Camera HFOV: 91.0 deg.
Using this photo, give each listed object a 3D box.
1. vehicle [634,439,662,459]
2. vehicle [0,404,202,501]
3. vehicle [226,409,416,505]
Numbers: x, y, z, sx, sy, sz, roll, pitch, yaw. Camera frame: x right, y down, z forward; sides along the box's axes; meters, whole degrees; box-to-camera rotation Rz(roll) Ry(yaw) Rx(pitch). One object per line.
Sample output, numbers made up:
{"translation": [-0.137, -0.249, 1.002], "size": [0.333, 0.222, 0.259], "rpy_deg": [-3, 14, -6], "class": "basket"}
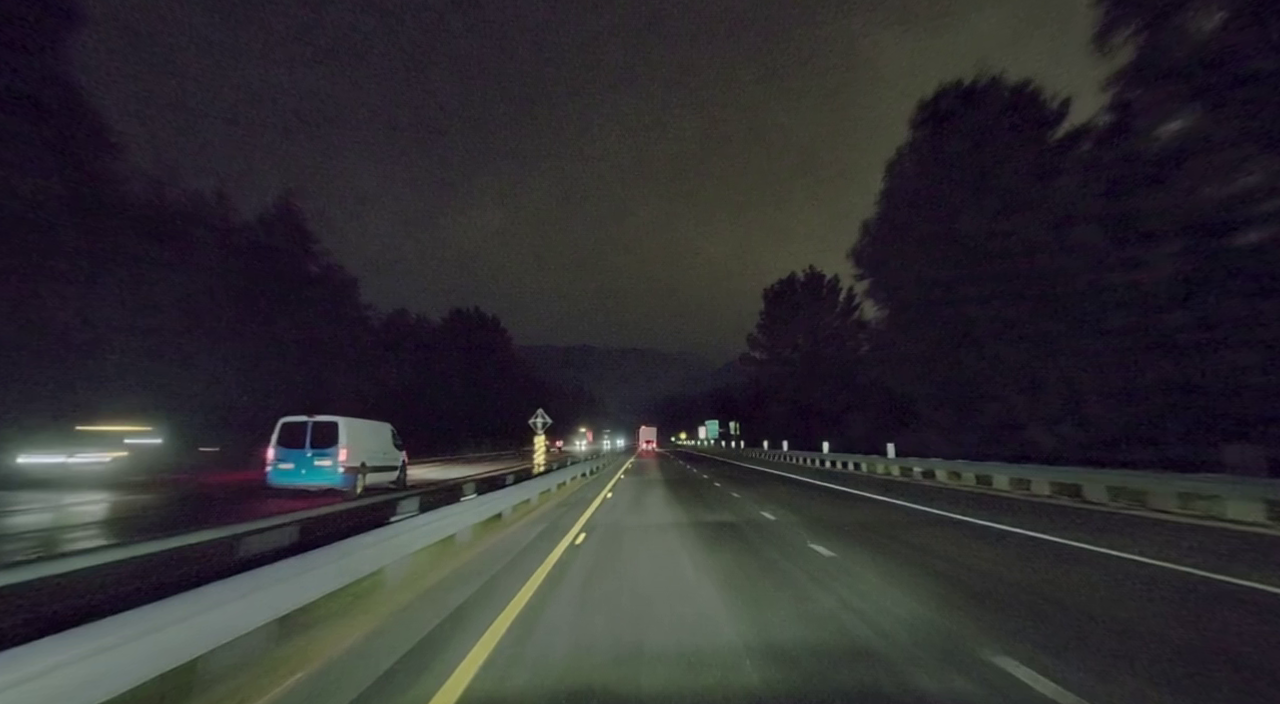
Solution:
{"translation": [0.646, 7.461, 48.457], "size": [2.061, 1.469, 3.782], "rpy_deg": [0, -8, 1], "class": "vehicle"}
{"translation": [-13.907, 2.465, 15.745], "size": [2.103, 2.019, 5.093], "rpy_deg": [0, -8, 1], "class": "vehicle"}
{"translation": [-7.115, 2.393, 14.692], "size": [2.068, 1.897, 4.372], "rpy_deg": [0, -8, 1], "class": "vehicle"}
